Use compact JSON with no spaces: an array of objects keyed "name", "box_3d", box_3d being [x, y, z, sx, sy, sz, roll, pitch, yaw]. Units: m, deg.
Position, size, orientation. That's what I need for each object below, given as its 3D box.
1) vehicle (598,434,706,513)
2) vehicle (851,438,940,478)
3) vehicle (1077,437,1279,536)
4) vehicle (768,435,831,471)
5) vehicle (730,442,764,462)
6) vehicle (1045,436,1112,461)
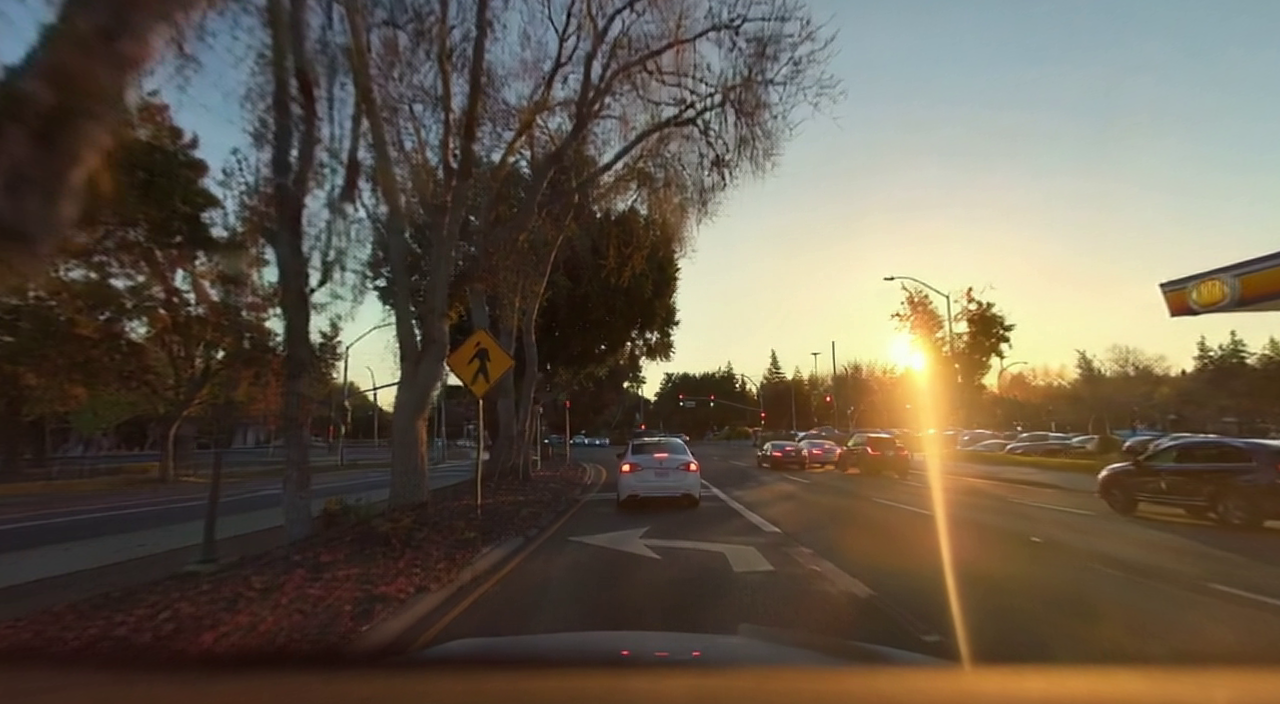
[{"name":"vehicle","box_3d":[0.209,2.623,14.073,2.032,1.461,4.173,0,-9,-1]},{"name":"vehicle","box_3d":[10.919,4.563,27.355,1.976,1.584,4.516,0,-9,1]},{"name":"vehicle","box_3d":[10.682,2.360,11.671,1.880,1.472,4.694,0,-9,1]},{"name":"vehicle","box_3d":[8.019,5.135,32.146,1.991,1.695,4.357,0,-9,-1]},{"name":"vehicle","box_3d":[7.658,7.198,45.432,1.716,1.400,3.921,0,-9,0]},{"name":"vehicle","box_3d":[29.358,6.473,42.333,1.914,1.563,3.672,0,-9,2]}]
